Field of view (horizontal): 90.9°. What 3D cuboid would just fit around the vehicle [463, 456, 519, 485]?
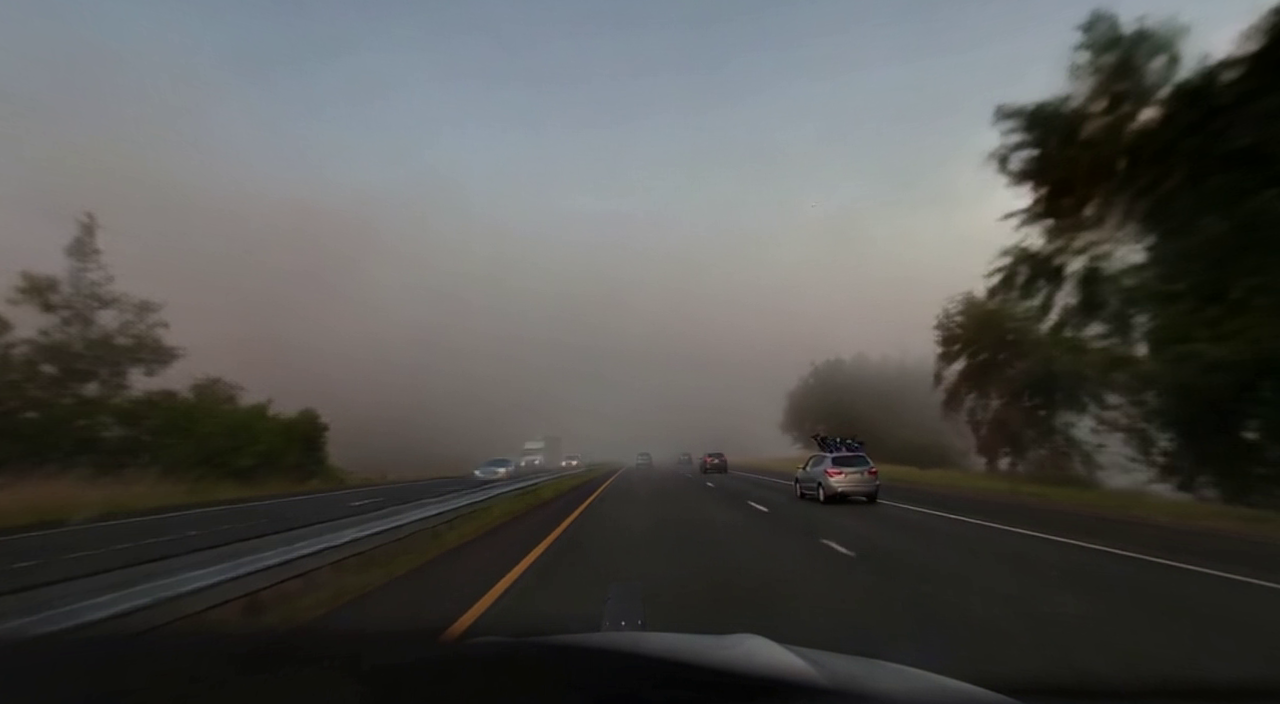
[{"bbox_3d":[-8.389,6.692,35.879,1.979,1.470,4.558,0,-9,1],"label":"vehicle"}]

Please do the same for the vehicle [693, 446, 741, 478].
[{"bbox_3d":[4.272,6.204,35.848,2.122,1.662,4.392,0,-9,-1],"label":"vehicle"}]

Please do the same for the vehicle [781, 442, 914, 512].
[{"bbox_3d":[4.964,3.023,15.691,1.964,1.513,3.707,0,-9,-1],"label":"vehicle"}]
